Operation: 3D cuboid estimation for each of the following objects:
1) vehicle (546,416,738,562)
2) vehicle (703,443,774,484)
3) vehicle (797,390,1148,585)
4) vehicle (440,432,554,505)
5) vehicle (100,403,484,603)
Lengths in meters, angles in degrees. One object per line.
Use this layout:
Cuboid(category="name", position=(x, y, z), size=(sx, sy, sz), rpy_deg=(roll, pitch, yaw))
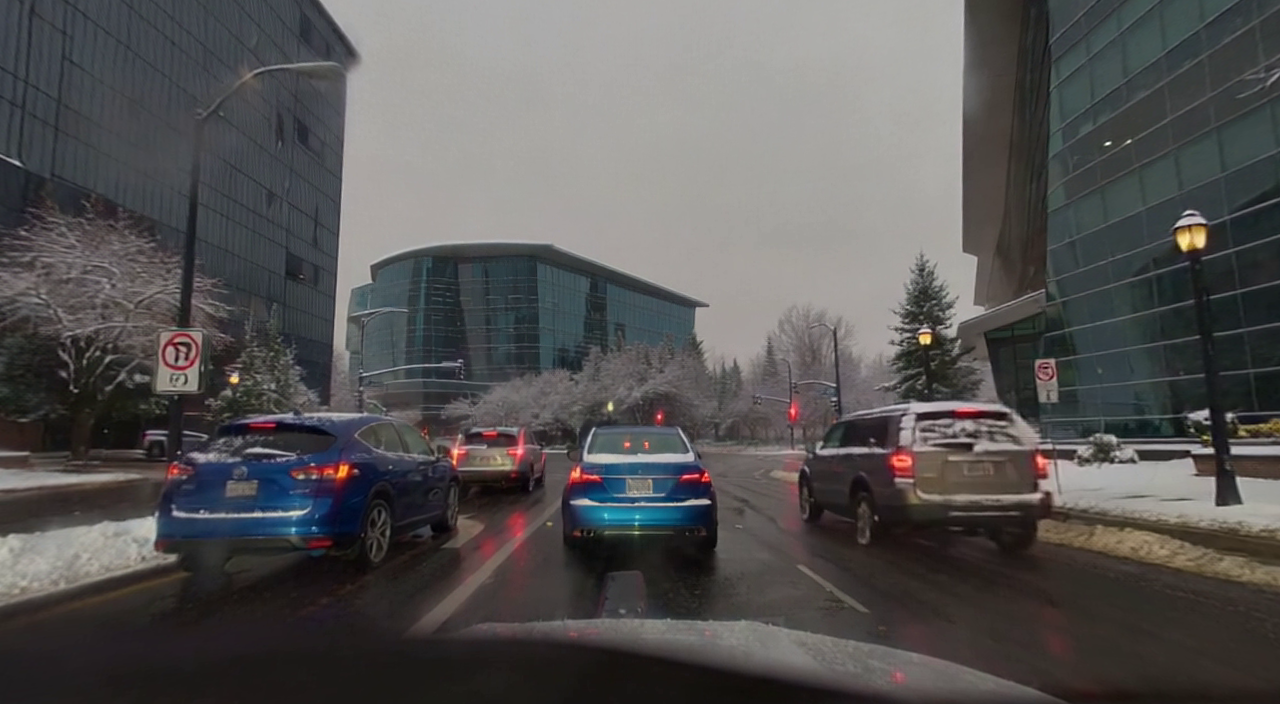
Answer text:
Cuboid(category="vehicle", position=(-0.010, 1.885, 9.417), size=(2.207, 1.659, 4.155), rpy_deg=(0, -8, -1))
Cuboid(category="vehicle", position=(3.728, 4.306, 24.758), size=(2.082, 1.445, 4.426), rpy_deg=(0, -8, 0))
Cuboid(category="vehicle", position=(3.694, 1.603, 8.279), size=(2.026, 1.819, 4.579), rpy_deg=(0, -8, -1))
Cuboid(category="vehicle", position=(-3.618, 3.022, 16.827), size=(2.068, 1.678, 4.199), rpy_deg=(0, -8, 0))
Cuboid(category="vehicle", position=(-3.531, 1.613, 7.664), size=(2.083, 1.691, 4.398), rpy_deg=(0, -8, 1))
